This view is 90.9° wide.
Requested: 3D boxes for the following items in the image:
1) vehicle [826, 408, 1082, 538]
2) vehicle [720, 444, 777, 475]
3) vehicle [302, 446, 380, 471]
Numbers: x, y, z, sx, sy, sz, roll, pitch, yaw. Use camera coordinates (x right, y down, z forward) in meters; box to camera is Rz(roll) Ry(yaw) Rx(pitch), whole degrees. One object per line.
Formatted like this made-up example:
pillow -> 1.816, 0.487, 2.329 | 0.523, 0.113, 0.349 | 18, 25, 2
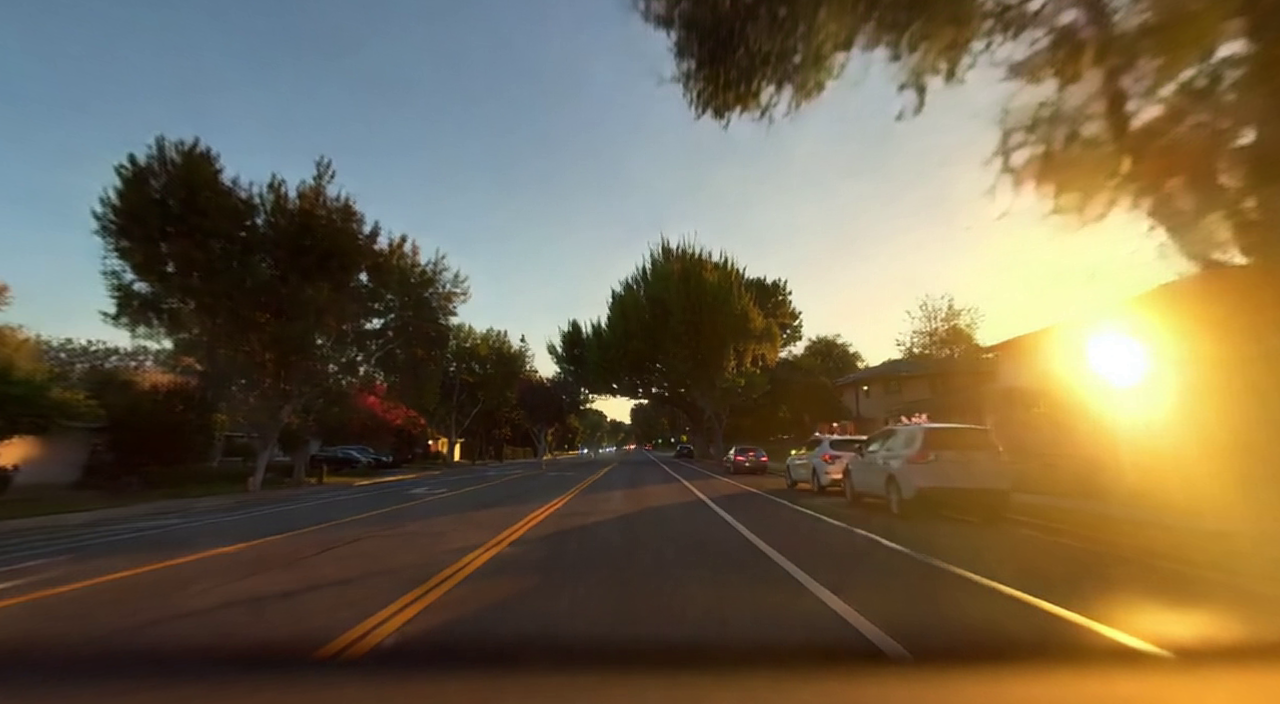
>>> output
vehicle -> 5.080, 2.037, 11.184 | 2.160, 1.800, 4.646 | 0, -9, 1
vehicle -> 5.464, 5.461, 32.318 | 1.935, 1.453, 4.488 | 0, -9, -2
vehicle -> -21.764, 7.760, 46.054 | 4.610, 1.721, 2.019 | 0, -9, -1
